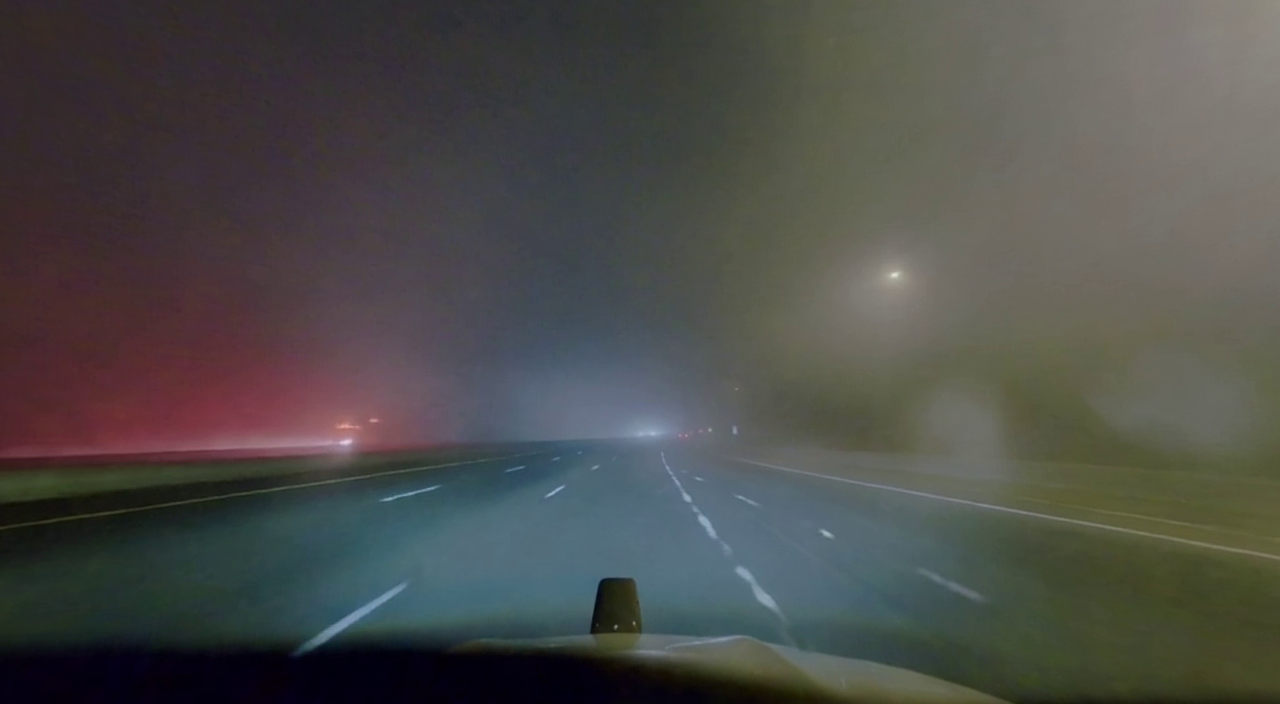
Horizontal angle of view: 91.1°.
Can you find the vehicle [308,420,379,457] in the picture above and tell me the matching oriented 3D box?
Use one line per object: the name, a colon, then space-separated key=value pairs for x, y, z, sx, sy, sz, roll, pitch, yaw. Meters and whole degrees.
vehicle: x=-22.750 y=6.654 z=48.576 sx=2.365 sy=2.672 sz=6.114 roll=0 pitch=-8 yaw=2
